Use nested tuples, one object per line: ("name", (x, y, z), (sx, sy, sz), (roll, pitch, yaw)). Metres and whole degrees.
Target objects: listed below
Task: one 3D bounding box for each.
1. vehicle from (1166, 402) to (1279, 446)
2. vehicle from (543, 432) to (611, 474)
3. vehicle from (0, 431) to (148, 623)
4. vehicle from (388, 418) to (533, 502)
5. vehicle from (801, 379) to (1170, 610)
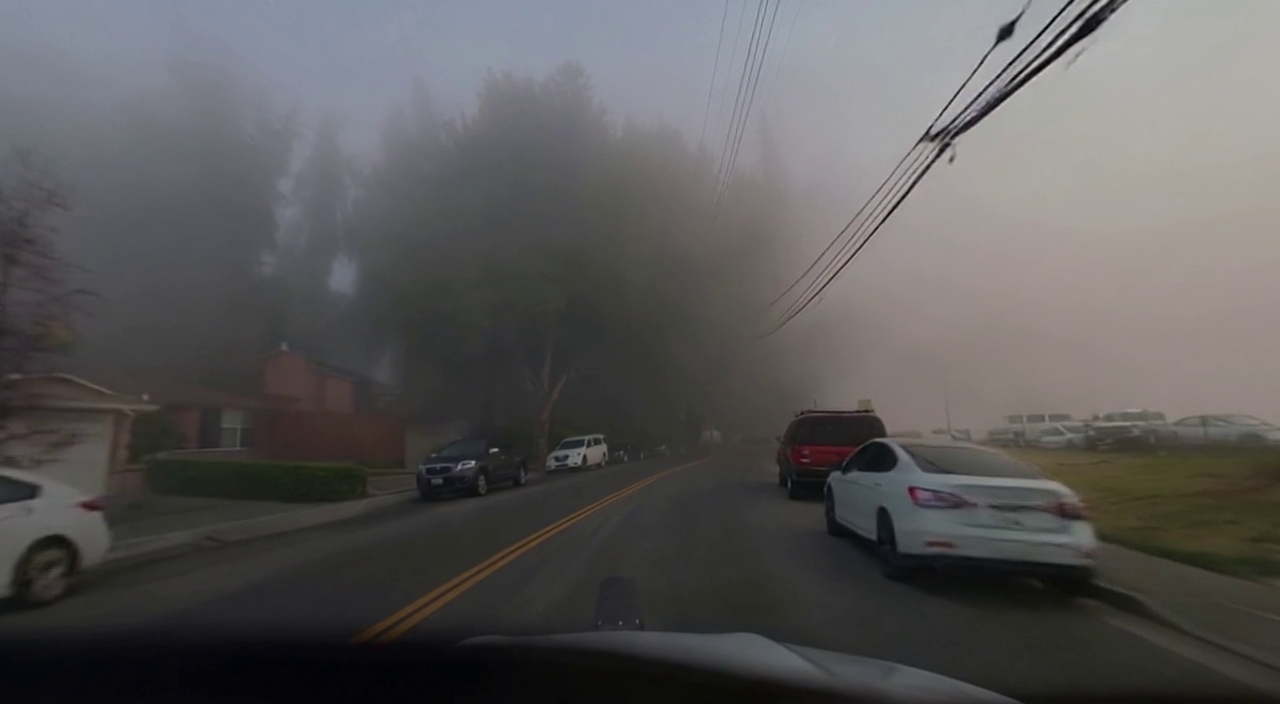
("vehicle", (27.544, 3.456, 29.625), (2.164, 1.722, 4.621), (-1, -11, 8))
("vehicle", (-3.027, 5.014, 31.542), (2.192, 1.873, 4.985), (-3, -8, 9))
("vehicle", (-7.089, 1.555, 5.002), (2.184, 1.751, 5.057), (-4, -9, 3))
("vehicle", (-5.159, 3.274, 19.142), (2.353, 2.037, 5.358), (-5, -10, 6))
("vehicle", (3.391, 1.489, 7.644), (2.032, 1.810, 5.047), (-1, -8, 6))
